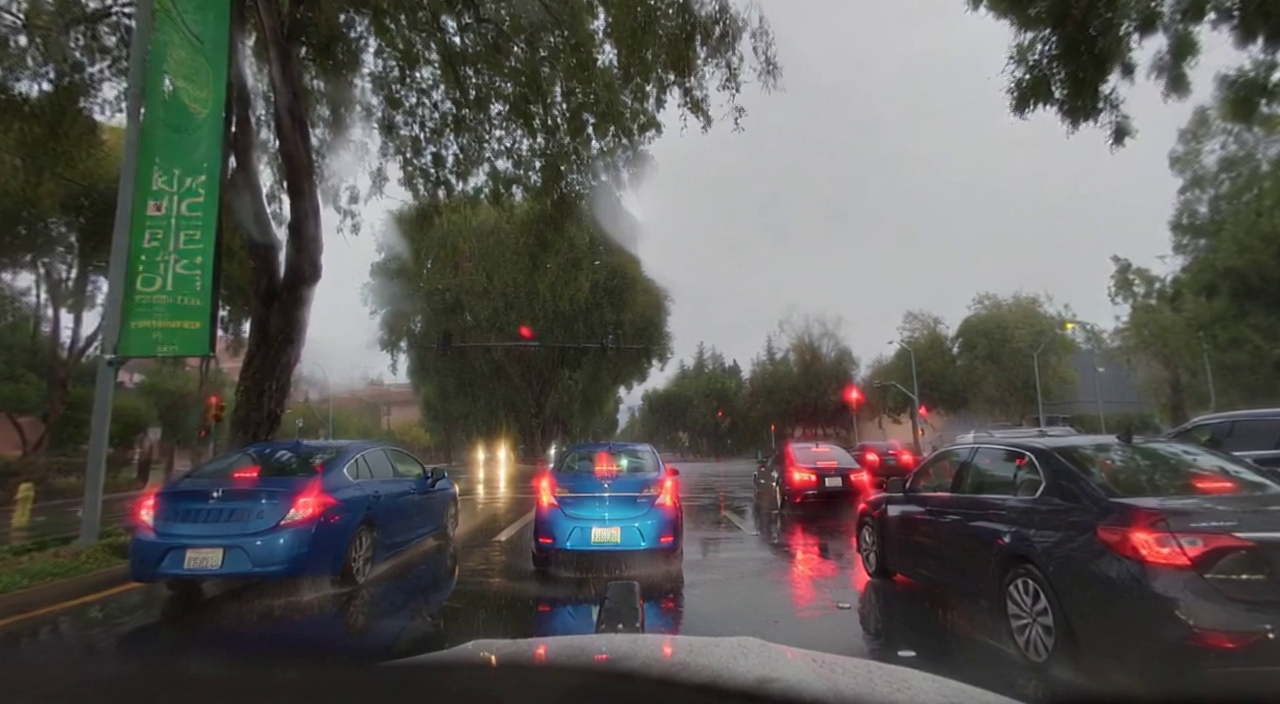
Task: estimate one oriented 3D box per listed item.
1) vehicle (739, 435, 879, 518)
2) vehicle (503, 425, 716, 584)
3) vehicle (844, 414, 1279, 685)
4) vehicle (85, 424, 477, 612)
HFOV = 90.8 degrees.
[{"bbox_3d":[3.391,2.573,13.499,1.852,1.498,3.825,0,-9,-1],"label":"vehicle"},{"bbox_3d":[-0.314,1.709,7.835,1.994,1.479,3.647,0,-9,-1],"label":"vehicle"},{"bbox_3d":[3.594,1.424,5.771,1.953,1.471,4.470,0,-9,0],"label":"vehicle"},{"bbox_3d":[-3.362,1.619,7.084,1.929,1.457,4.136,0,-9,0],"label":"vehicle"}]
